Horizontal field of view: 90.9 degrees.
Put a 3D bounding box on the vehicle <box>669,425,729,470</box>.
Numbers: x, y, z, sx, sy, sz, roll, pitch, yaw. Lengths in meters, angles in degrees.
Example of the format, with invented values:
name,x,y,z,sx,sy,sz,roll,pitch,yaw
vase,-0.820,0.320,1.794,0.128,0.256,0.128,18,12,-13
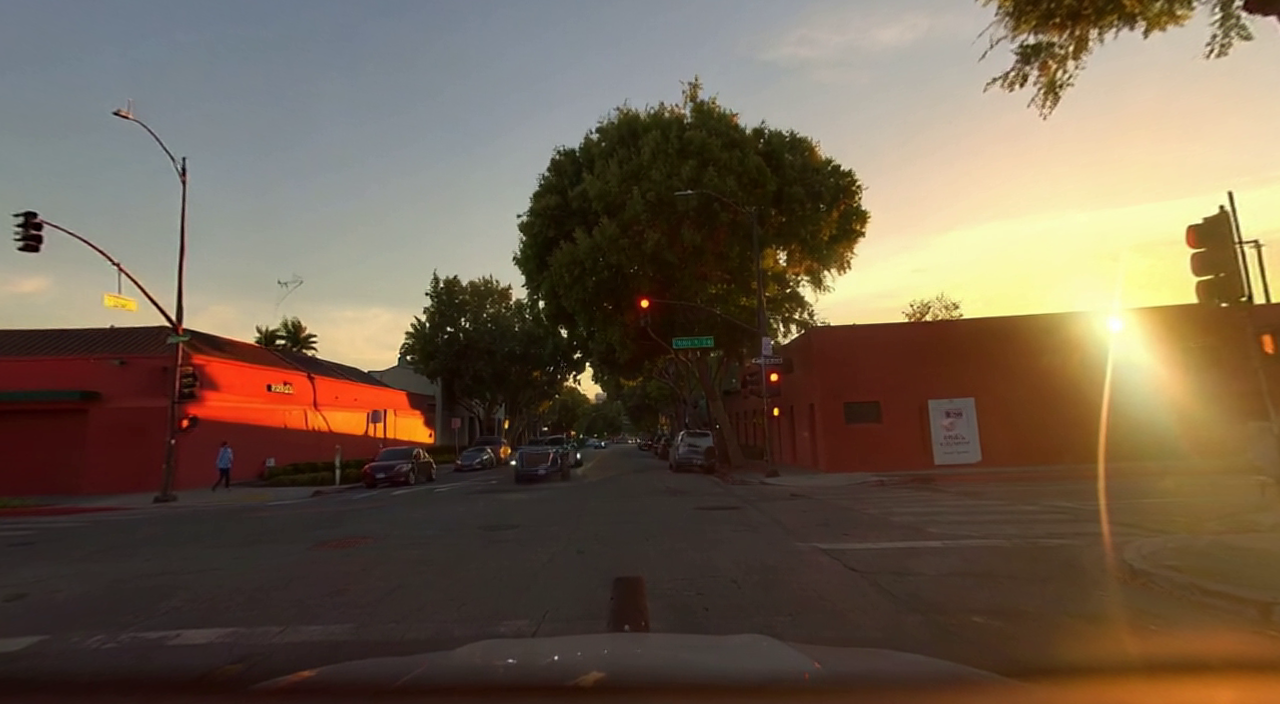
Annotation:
name,x,y,z,sx,sy,sz,roll,pitch,yaw
vehicle,3.071,5.155,34.146,2.557,2.188,5.164,0,-8,-2

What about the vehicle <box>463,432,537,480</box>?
name,x,y,z,sx,sy,sz,roll,pitch,yaw
vehicle,-5.987,4.499,27.577,2.242,1.887,4.924,0,-8,-2

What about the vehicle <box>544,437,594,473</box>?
name,x,y,z,sx,sy,sz,roll,pitch,yaw
vehicle,-3.296,4.852,29.879,2.033,1.596,4.142,0,-8,-2

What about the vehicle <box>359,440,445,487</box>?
name,x,y,z,sx,sy,sz,roll,pitch,yaw
vehicle,-9.917,4.651,26.696,2.216,1.804,4.526,1,-8,-5
